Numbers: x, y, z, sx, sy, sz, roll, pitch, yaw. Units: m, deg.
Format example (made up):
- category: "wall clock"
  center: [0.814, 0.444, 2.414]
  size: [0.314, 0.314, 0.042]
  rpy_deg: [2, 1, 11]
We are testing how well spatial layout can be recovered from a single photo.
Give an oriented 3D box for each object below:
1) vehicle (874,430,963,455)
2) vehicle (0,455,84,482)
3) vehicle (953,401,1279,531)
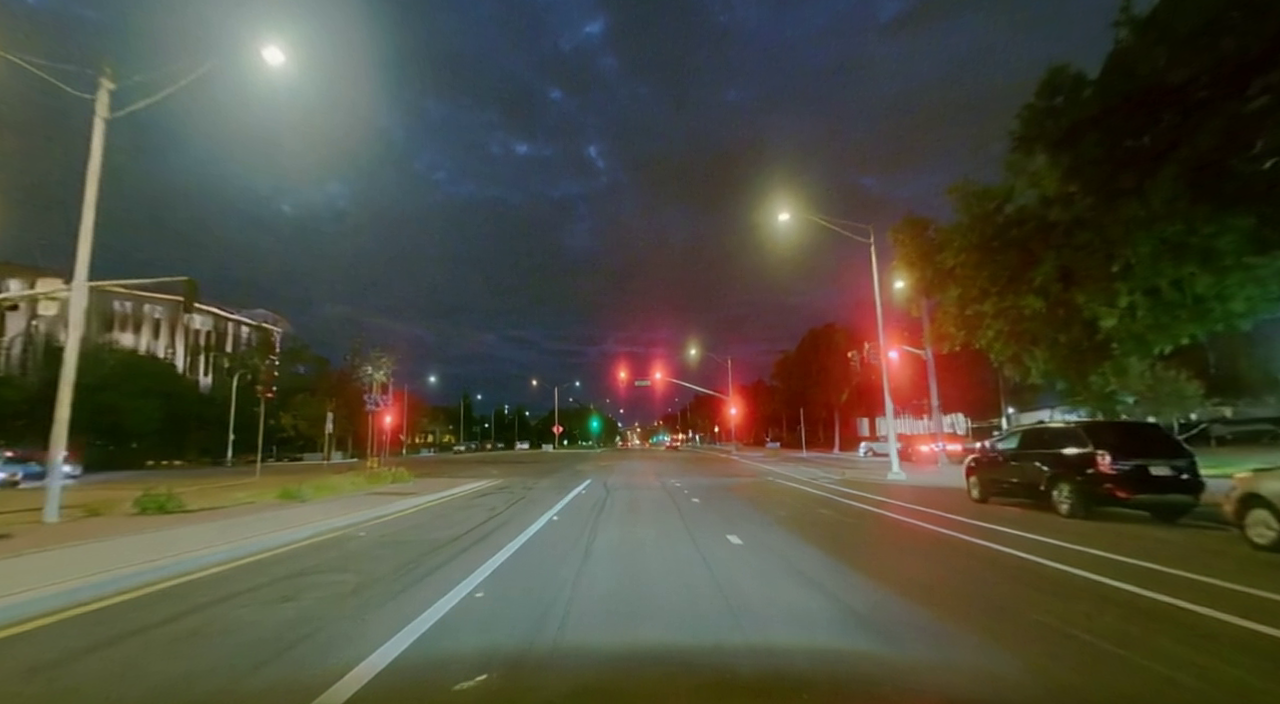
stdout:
- category: "vehicle"
  center: [18.099, 5.905, 41.195]
  size: [4.916, 1.504, 1.846]
  rpy_deg: [0, -9, -1]
- category: "vehicle"
  center: [-35.384, 6.685, 36.457]
  size: [4.721, 1.464, 1.868]
  rpy_deg: [0, -9, -2]
- category: "vehicle"
  center: [8.078, 1.982, 11.499]
  size: [2.100, 1.828, 4.879]
  rpy_deg: [0, -9, -2]
